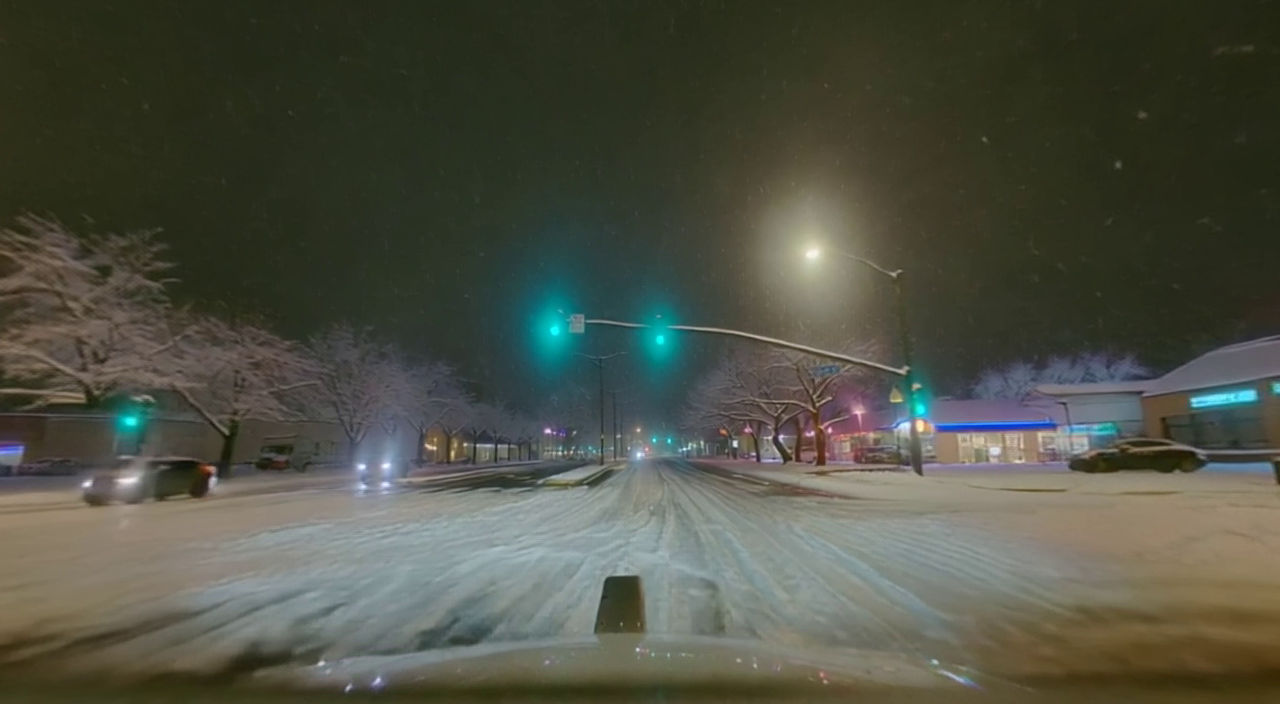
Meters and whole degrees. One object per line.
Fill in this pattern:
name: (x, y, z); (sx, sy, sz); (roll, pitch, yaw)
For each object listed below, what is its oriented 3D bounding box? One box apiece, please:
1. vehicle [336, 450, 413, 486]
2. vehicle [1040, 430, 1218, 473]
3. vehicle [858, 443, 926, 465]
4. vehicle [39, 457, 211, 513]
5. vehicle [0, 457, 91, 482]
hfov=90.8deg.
vehicle: (-12.979, 5.669, 31.212); (1.892, 1.639, 4.311); (0, -9, 1)
vehicle: (20.870, 4.270, 27.192); (5.587, 1.689, 2.605); (0, -9, -3)
vehicle: (19.801, 8.057, 49.832); (4.468, 1.635, 2.017); (0, -9, -3)
vehicle: (-16.662, 4.284, 20.821); (1.924, 1.557, 4.357); (0, -9, 1)
vehicle: (-43.275, 8.545, 46.153); (2.057, 1.628, 4.784); (0, -9, -2)
